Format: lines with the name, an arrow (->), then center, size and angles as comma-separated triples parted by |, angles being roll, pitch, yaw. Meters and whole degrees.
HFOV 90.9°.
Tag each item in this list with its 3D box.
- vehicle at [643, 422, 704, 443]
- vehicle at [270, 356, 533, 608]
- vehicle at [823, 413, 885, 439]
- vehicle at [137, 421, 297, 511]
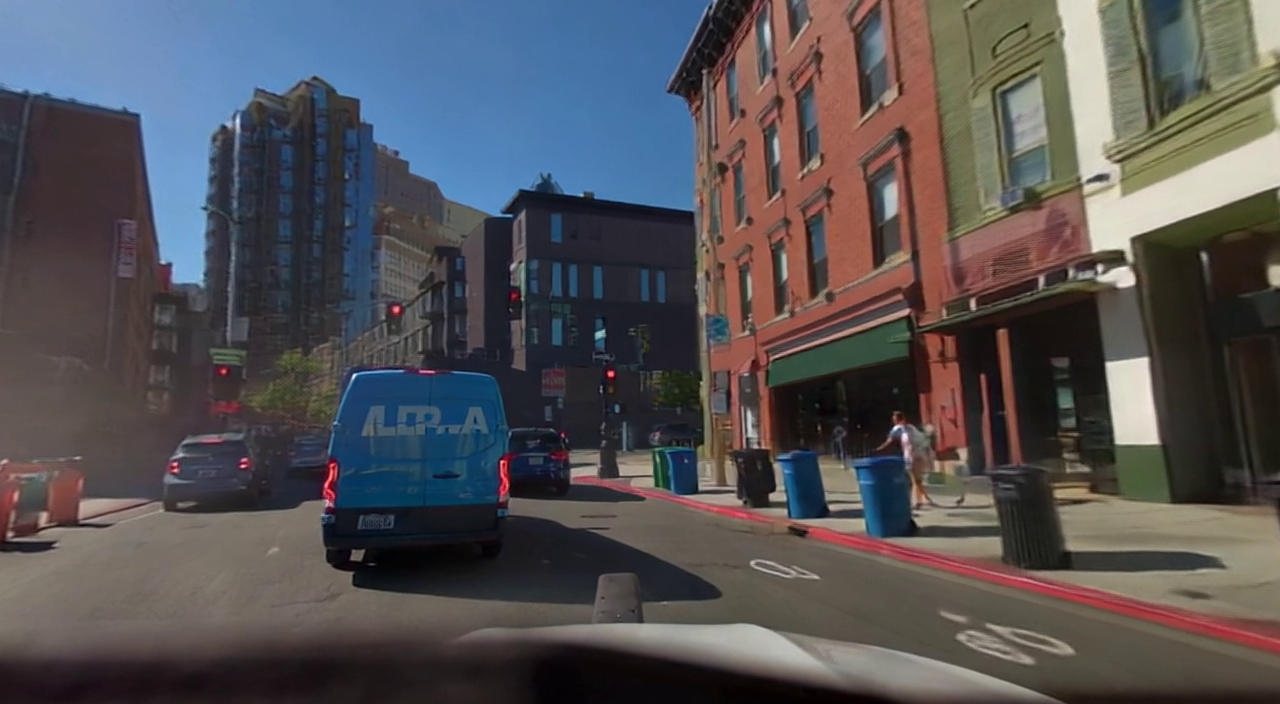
vehicle -> 2.330, 5.666, 44.351 | 3.885, 1.449, 1.757 | 3, -8, -23
vehicle -> -2.660, 1.289, 7.179 | 1.951, 1.907, 4.266 | 3, -8, -21
vehicle -> 14.800, 5.140, 43.547 | 4.020, 1.572, 1.718 | 6, -10, -27
vehicle -> -8.078, 2.150, 12.397 | 1.841, 1.461, 3.426 | 3, -8, -22
